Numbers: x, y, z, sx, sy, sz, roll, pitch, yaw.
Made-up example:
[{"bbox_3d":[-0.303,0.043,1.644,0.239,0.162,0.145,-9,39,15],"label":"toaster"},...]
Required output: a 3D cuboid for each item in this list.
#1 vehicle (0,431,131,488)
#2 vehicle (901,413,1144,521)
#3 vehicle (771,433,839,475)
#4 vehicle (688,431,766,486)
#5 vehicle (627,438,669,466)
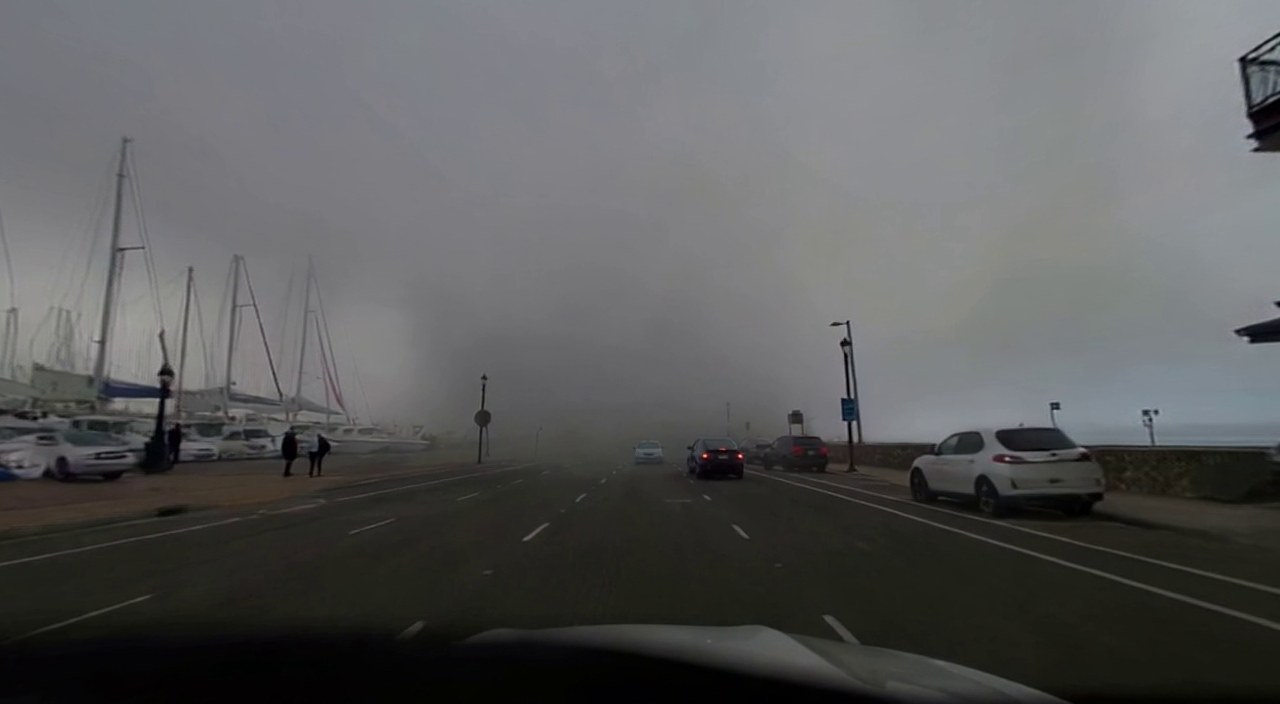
[{"bbox_3d":[-18.073,3.149,18.715,1.840,1.522,4.695,-1,-8,3],"label":"vehicle"},{"bbox_3d":[7.837,2.409,13.752,2.056,1.896,5.062,0,-8,-1],"label":"vehicle"},{"bbox_3d":[7.885,4.927,30.621,1.969,1.852,4.514,0,-8,-1],"label":"vehicle"},{"bbox_3d":[2.768,3.515,21.049,2.047,1.640,4.051,0,-8,0],"label":"vehicle"},{"bbox_3d":[0.474,5.806,36.719,2.284,1.496,3.949,0,-8,1],"label":"vehicle"}]
